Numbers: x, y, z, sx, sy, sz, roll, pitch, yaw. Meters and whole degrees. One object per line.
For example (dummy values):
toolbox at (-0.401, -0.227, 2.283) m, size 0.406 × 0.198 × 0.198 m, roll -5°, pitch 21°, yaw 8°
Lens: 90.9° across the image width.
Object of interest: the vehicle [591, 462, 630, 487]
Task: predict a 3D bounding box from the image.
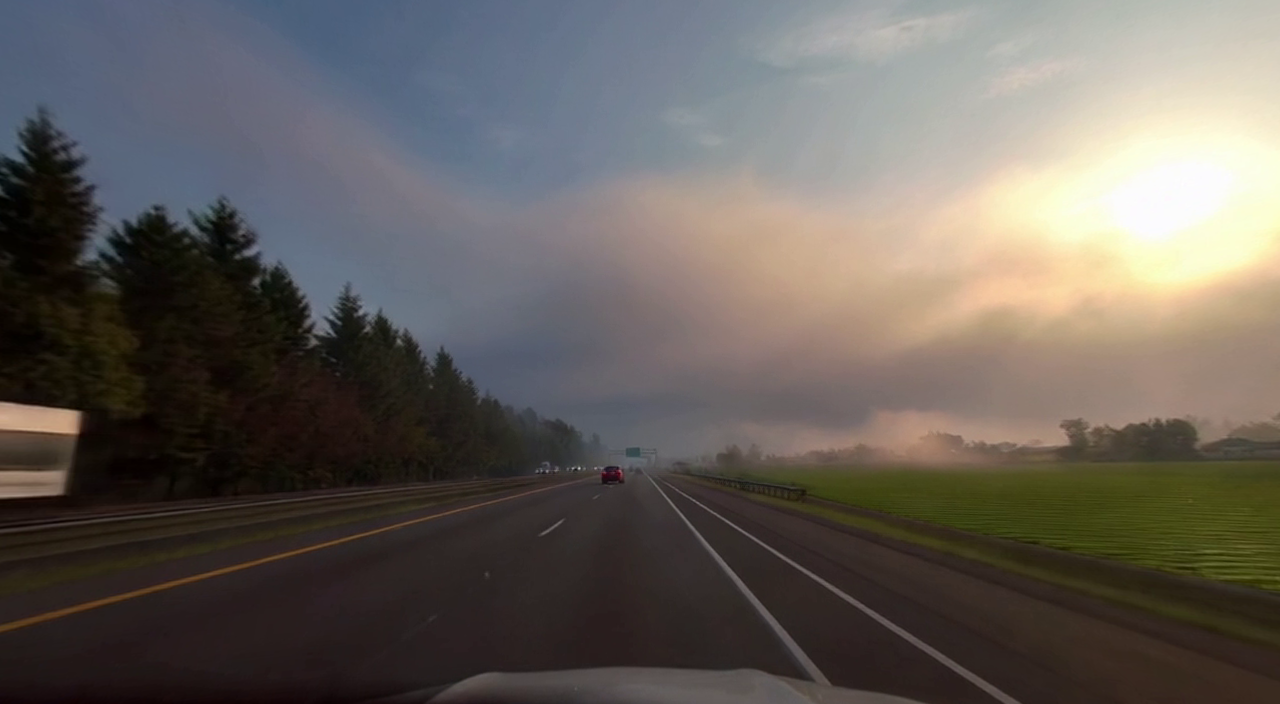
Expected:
vehicle at (-1.768, 7.693, 39.730) m, size 2.183 × 1.435 × 4.653 m, roll 0°, pitch -10°, yaw 0°
